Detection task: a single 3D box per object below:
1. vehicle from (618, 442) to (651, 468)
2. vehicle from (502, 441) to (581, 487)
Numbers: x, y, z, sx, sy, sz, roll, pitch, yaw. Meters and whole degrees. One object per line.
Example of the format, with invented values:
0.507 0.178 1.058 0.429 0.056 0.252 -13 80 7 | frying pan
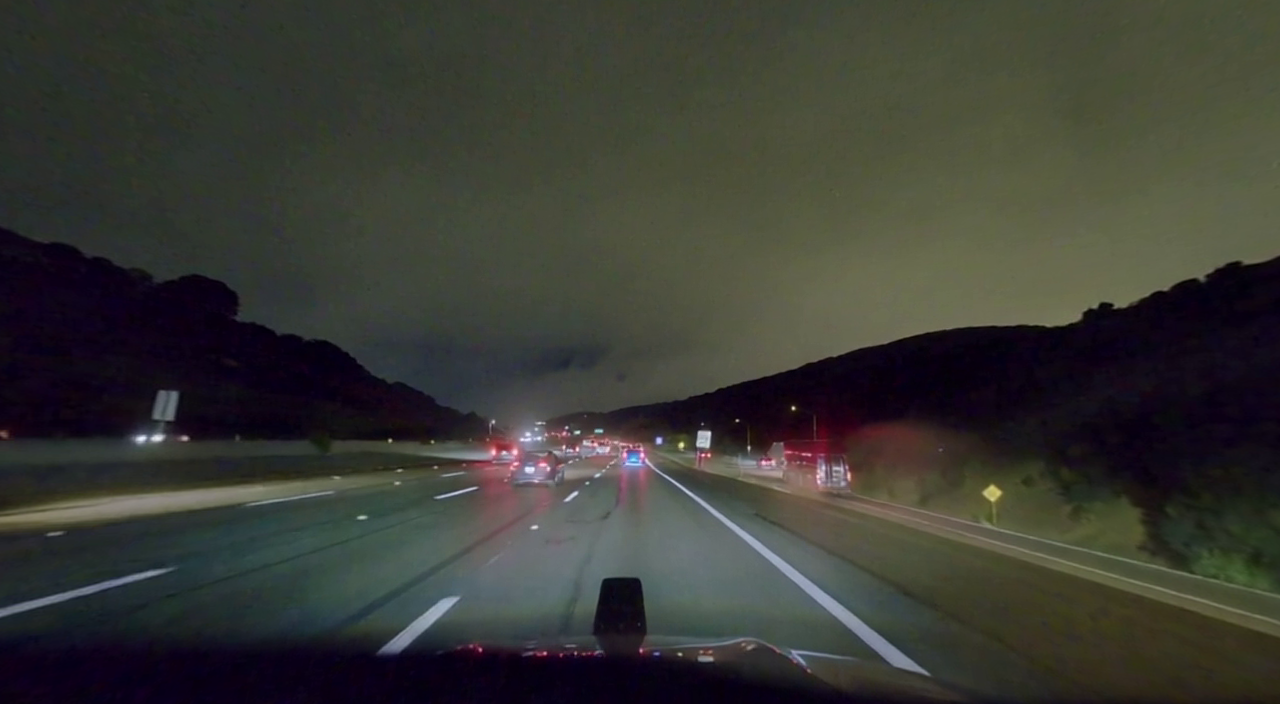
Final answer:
-0.398 6.953 42.789 2.138 1.674 4.044 0 -8 -1 | vehicle
-3.531 4.111 23.492 2.080 1.505 4.649 -1 -8 1 | vehicle
